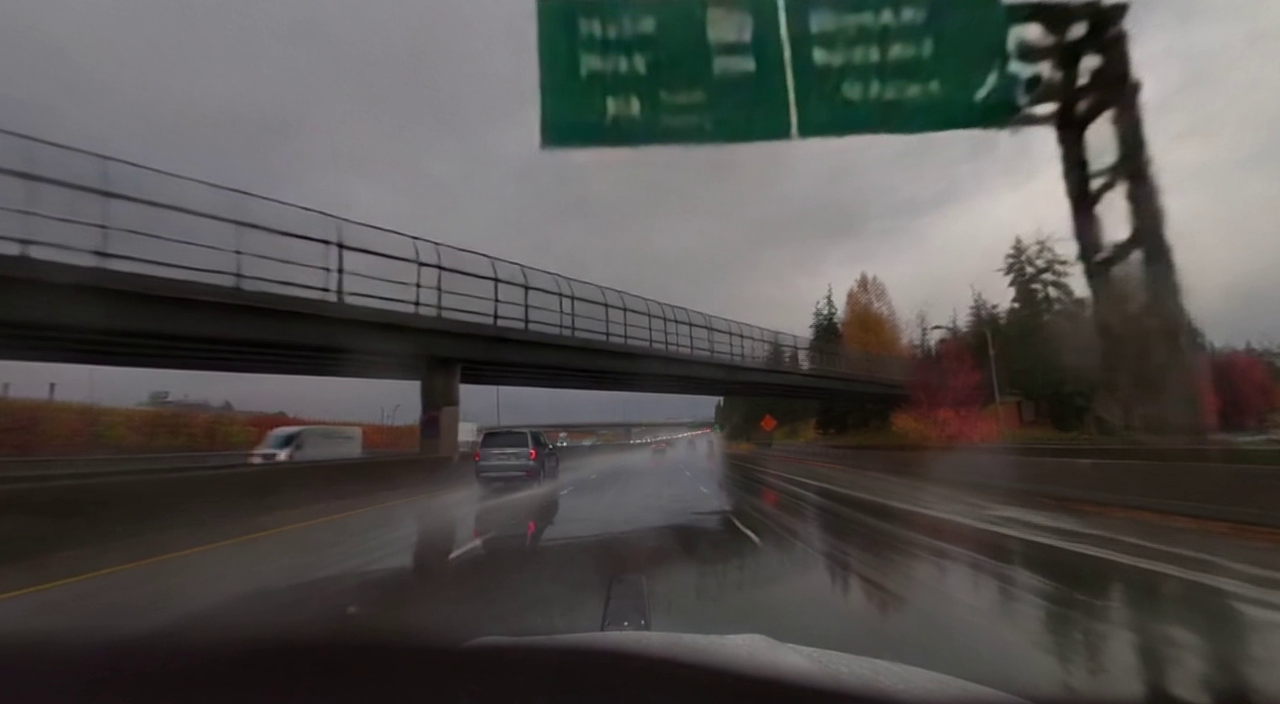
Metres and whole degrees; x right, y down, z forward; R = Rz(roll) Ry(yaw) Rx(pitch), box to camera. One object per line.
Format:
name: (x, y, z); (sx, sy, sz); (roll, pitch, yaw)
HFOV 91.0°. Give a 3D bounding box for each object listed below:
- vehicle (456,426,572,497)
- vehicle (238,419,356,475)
vehicle: (-3.323, 3.003, 17.600); (2.177, 1.707, 4.432); (0, -8, 2)
vehicle: (-22.476, 6.318, 41.916); (3.136, 3.324, 7.842); (-1, -8, 3)
